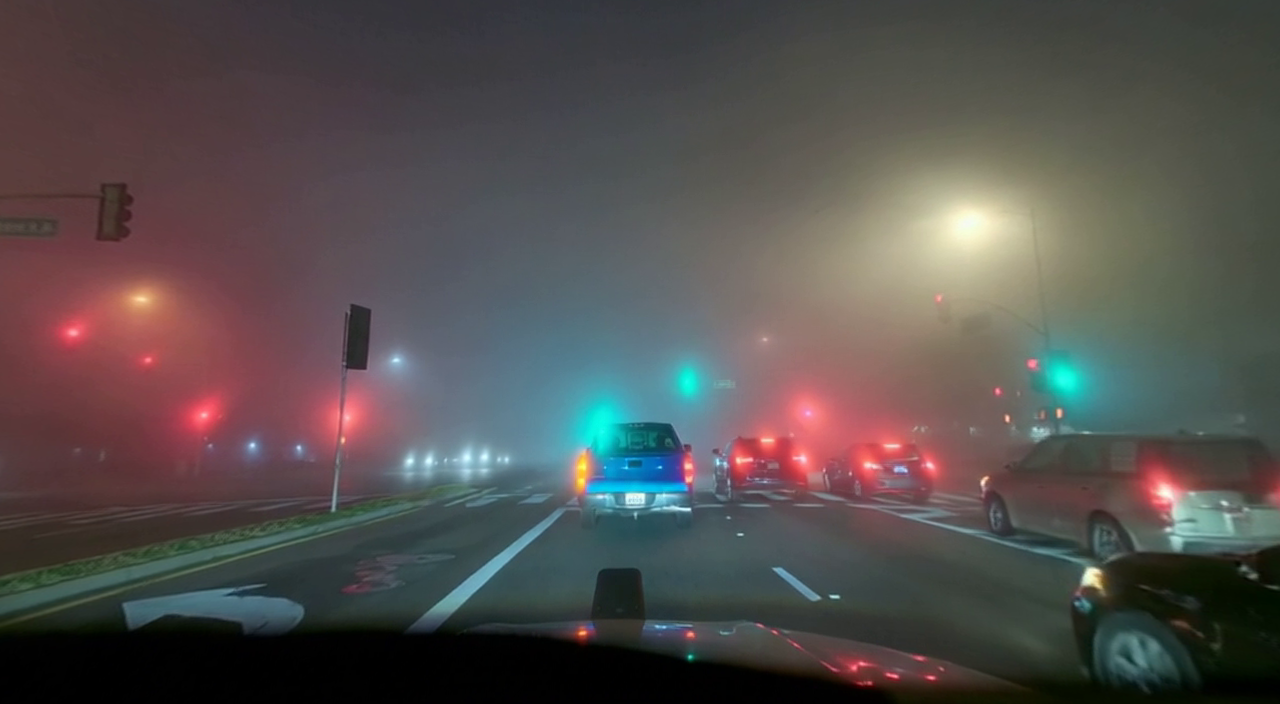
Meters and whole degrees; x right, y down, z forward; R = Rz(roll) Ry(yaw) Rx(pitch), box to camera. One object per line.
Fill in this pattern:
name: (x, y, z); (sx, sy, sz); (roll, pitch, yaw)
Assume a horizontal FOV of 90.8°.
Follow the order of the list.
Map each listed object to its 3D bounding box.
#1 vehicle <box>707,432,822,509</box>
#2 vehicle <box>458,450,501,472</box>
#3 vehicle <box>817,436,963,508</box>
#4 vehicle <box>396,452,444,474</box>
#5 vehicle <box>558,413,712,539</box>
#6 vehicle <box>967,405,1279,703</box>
vehicle: (3.118, 3.058, 16.859); (2.013, 1.742, 4.424); (0, -8, -2)
vehicle: (-11.785, 8.041, 46.658); (1.989, 1.459, 4.667); (0, -8, 0)
vehicle: (6.459, 3.126, 16.948); (2.002, 1.651, 4.305); (0, -8, -2)
vehicle: (-15.844, 8.007, 45.794); (1.915, 1.491, 4.347); (0, -8, 0)
vehicle: (-0.157, 2.221, 11.979); (2.344, 1.883, 4.572); (0, -8, -2)
vehicle: (3.239, 0.887, 1.970); (2.057, 1.463, 4.365); (0, -8, 0)
